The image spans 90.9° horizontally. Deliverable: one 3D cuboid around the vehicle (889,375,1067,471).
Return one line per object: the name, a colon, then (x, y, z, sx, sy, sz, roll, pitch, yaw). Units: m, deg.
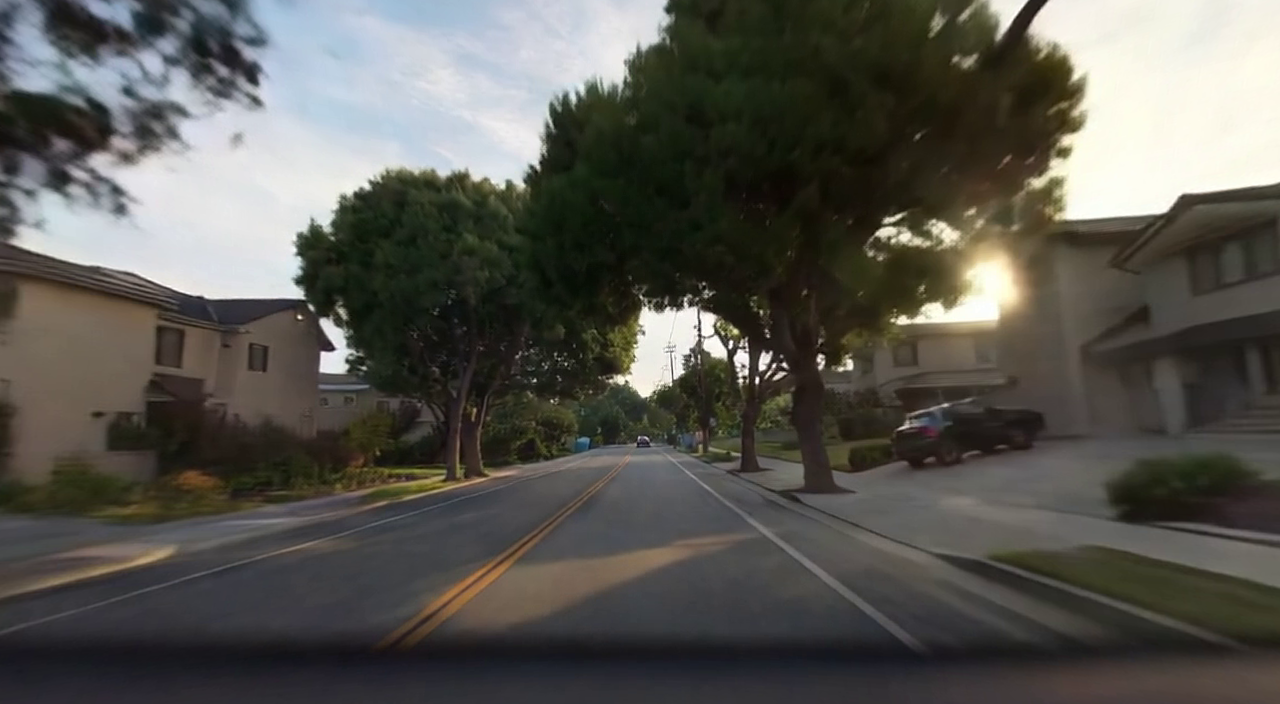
vehicle: (7.722, 1.771, 15.038, 1.878, 1.743, 4.556, -7, -9, 4)
